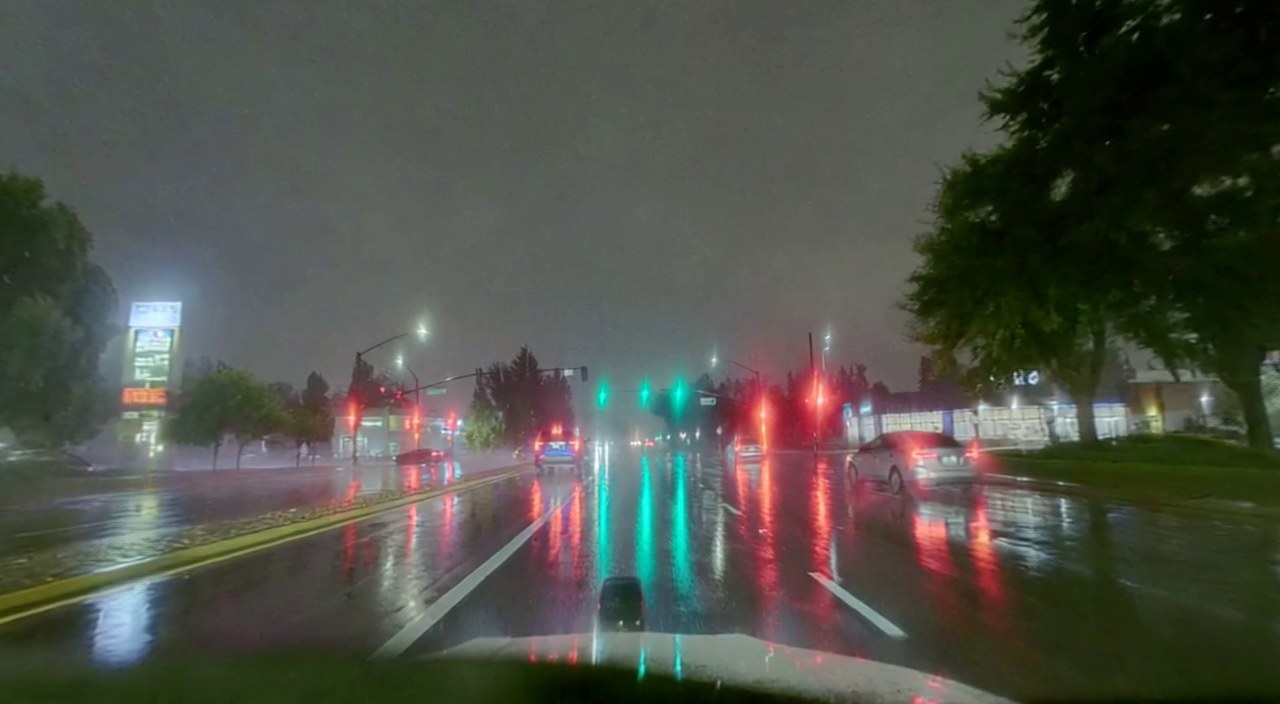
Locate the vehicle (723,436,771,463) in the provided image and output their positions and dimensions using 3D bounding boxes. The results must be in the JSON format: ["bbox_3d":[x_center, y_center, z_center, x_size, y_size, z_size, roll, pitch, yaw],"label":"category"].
[{"bbox_3d":[6.419,5.896,38.372,1.972,1.476,4.775,0,-8,-2],"label":"vehicle"}]

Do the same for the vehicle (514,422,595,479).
[{"bbox_3d":[-3.047,3.669,23.670,2.313,1.883,5.016,0,-8,0],"label":"vehicle"}]

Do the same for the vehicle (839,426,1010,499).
[{"bbox_3d":[6.797,2.702,15.852,2.014,1.539,4.852,0,-8,0],"label":"vehicle"}]
